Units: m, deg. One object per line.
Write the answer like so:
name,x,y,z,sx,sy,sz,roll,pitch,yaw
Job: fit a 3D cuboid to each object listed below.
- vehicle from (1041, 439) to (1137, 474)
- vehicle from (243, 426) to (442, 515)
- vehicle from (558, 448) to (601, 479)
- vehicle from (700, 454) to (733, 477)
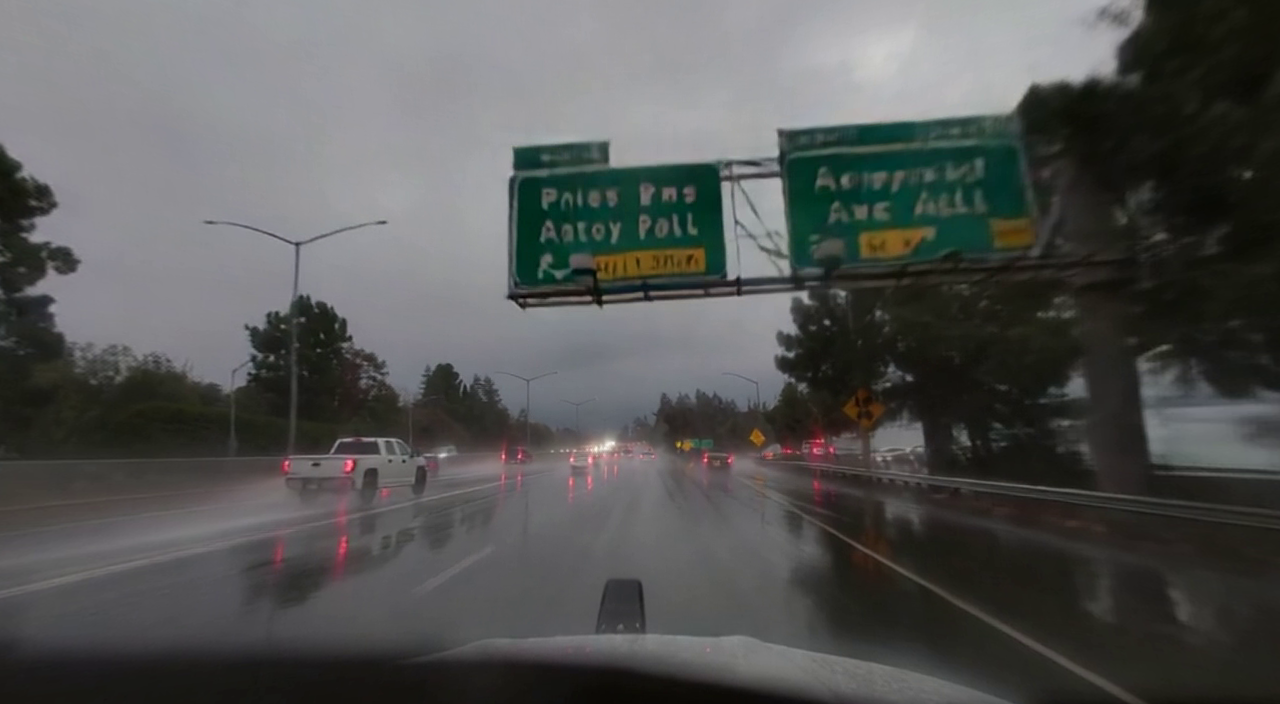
vehicle,22.659,5.285,32.065,1.883,1.596,5.181,-1,-9,10
vehicle,-7.291,2.971,16.394,2.250,1.870,5.647,0,-9,2
vehicle,-3.689,6.869,39.097,2.132,1.708,4.571,0,-9,1
vehicle,5.580,8.272,46.278,2.153,1.510,4.646,0,-9,4
